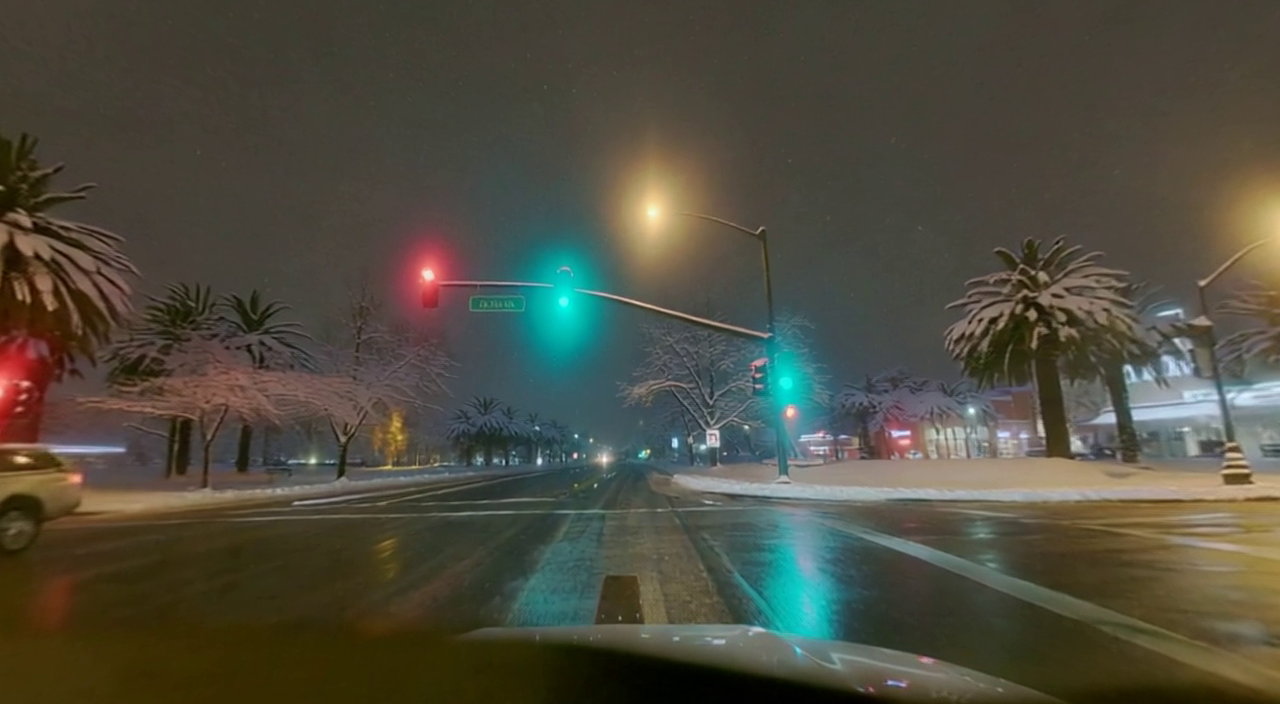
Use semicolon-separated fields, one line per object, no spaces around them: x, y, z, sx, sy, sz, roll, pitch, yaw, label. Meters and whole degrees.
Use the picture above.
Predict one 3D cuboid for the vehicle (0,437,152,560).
-10.734;2.254;9.819;2.270;1.833;4.860;0;-9;0;vehicle
